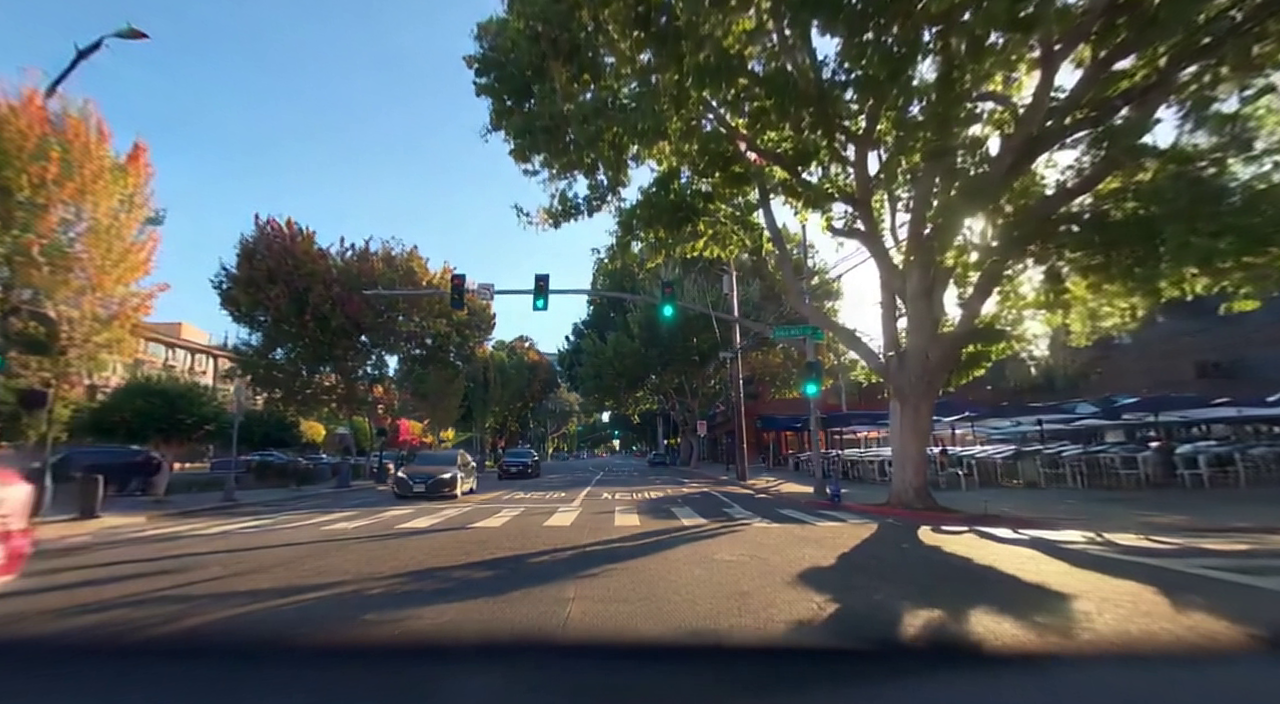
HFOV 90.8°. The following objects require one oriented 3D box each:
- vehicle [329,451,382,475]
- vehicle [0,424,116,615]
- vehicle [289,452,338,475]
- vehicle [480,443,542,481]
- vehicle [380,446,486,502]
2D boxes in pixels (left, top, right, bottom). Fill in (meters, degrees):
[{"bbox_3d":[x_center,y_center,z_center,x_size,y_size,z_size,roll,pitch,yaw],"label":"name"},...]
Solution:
[{"bbox_3d":[-20.990,8.176,46.755,1.981,1.510,4.439,0,-7,-2],"label":"vehicle"},{"bbox_3d":[-6.428,1.244,4.220,2.071,1.588,4.336,0,-8,1],"label":"vehicle"},{"bbox_3d":[-23.583,8.085,45.817,1.739,1.373,3.759,2,-6,-4],"label":"vehicle"},{"bbox_3d":[-7.096,6.113,35.396,2.545,1.943,5.168,0,-8,-2],"label":"vehicle"},{"bbox_3d":[-6.653,3.936,20.910,2.019,1.596,4.608,0,-8,-1],"label":"vehicle"}]
